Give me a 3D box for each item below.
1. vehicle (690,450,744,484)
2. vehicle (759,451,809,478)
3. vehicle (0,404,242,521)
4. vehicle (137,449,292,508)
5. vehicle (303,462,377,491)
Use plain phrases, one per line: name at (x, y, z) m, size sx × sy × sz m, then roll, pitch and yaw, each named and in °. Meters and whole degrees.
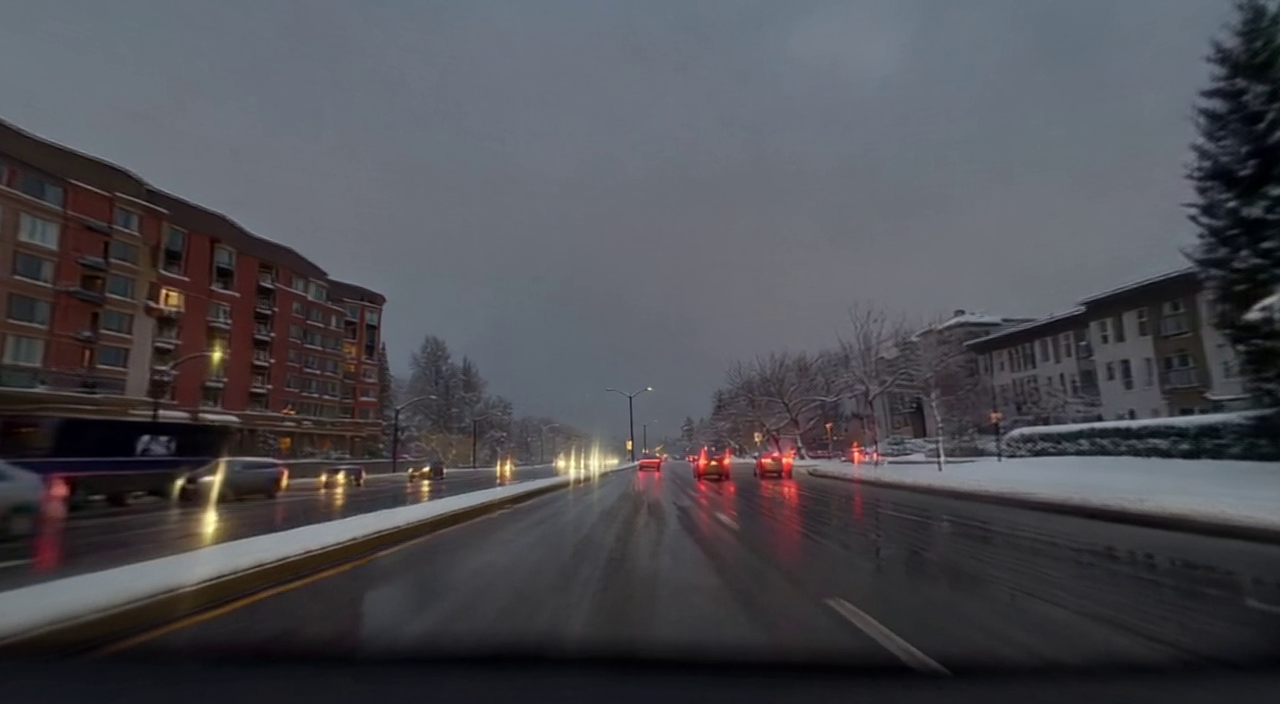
vehicle at (3.664, 5.541, 30.774) m, size 2.020 × 1.479 × 4.650 m, roll 0°, pitch -9°, yaw 0°
vehicle at (8.227, 6.455, 36.489) m, size 1.932 × 1.439 × 4.159 m, roll 0°, pitch -9°, yaw 0°
vehicle at (-18.244, 3.730, 21.978) m, size 2.785 × 3.210 × 8.792 m, roll -1°, pitch -9°, yaw 2°
vehicle at (-14.611, 4.327, 22.119) m, size 2.024 × 1.798 × 4.588 m, roll -1°, pitch -9°, yaw 3°
vehicle at (-17.403, 7.229, 36.906) m, size 1.804 × 1.421 × 4.659 m, roll -1°, pitch -9°, yaw 3°
